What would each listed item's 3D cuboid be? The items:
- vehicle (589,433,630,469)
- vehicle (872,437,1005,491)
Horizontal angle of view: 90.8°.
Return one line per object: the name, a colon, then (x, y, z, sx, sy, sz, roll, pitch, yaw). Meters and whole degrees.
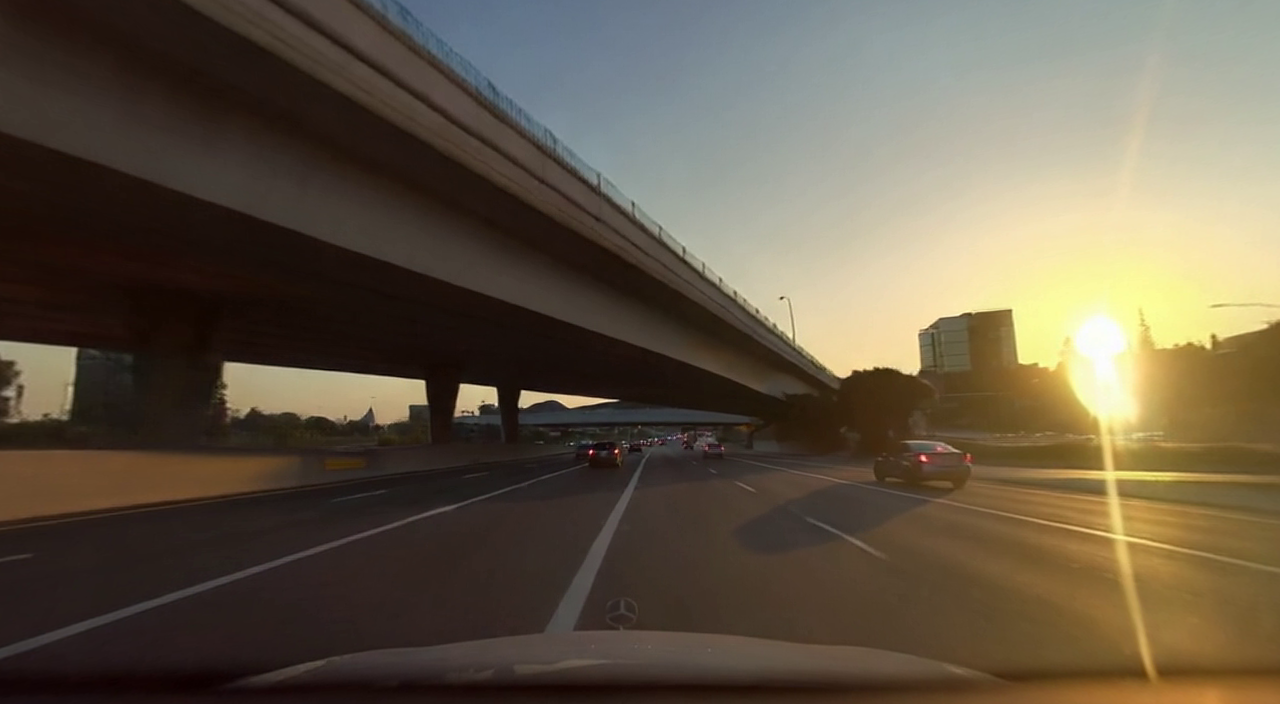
vehicle: (-1.625, 5.494, 35.185, 1.893, 1.827, 4.513, 0, -8, 2)
vehicle: (8.888, 3.366, 19.326, 1.900, 1.432, 4.519, 0, -8, 0)
